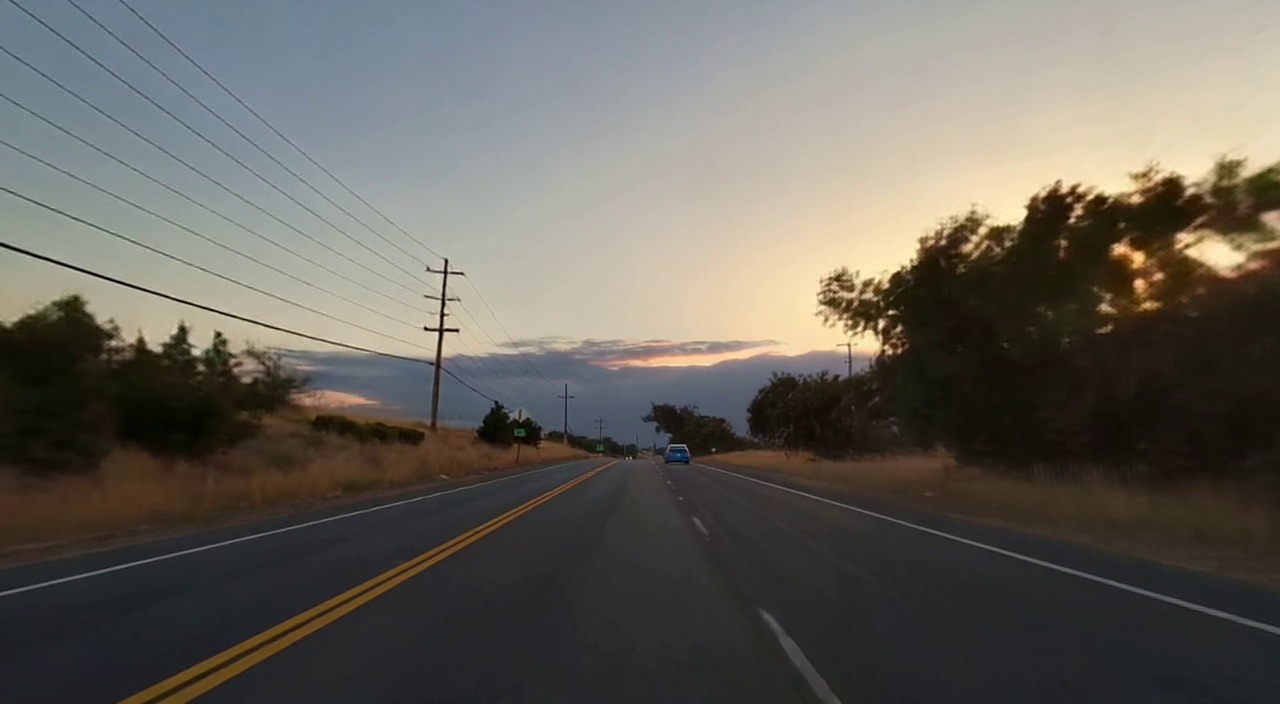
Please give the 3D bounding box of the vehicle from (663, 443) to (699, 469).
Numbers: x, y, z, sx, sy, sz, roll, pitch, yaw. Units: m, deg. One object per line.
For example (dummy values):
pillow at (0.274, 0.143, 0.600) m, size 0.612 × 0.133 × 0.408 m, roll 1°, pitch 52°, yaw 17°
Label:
vehicle at (2.843, 7.337, 44.659) m, size 2.135 × 1.692 × 4.185 m, roll 0°, pitch -9°, yaw -2°
